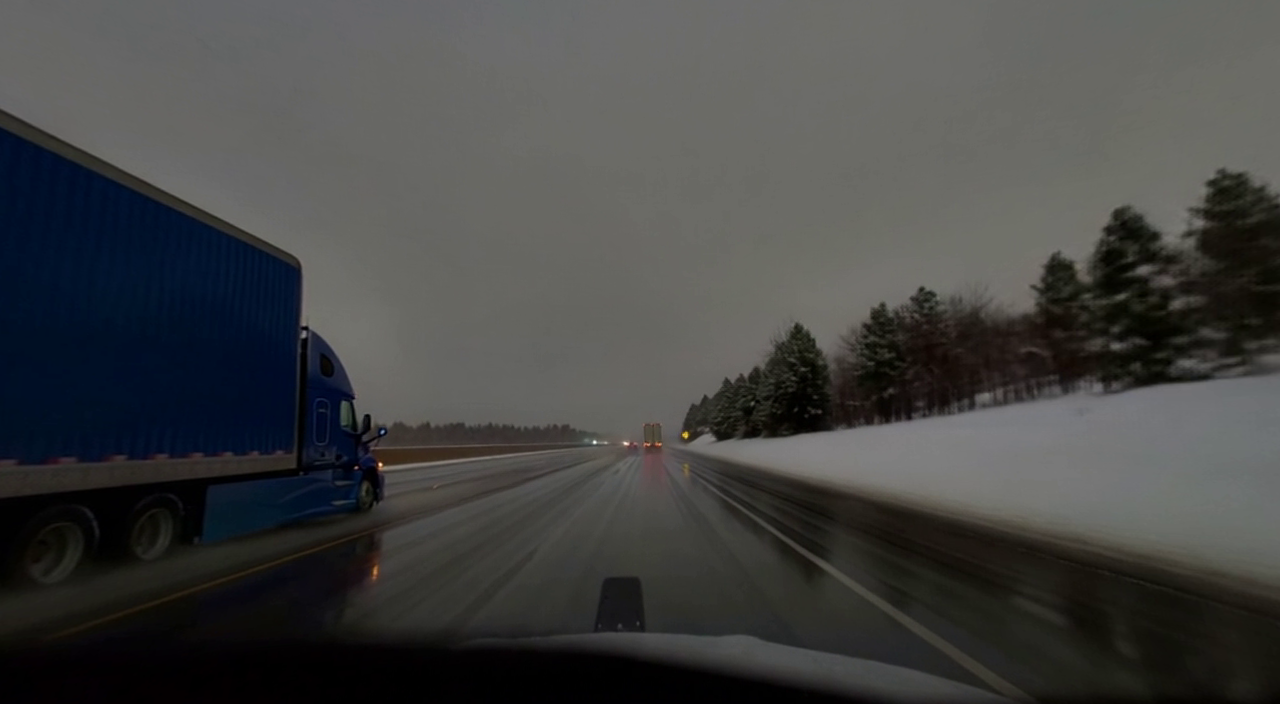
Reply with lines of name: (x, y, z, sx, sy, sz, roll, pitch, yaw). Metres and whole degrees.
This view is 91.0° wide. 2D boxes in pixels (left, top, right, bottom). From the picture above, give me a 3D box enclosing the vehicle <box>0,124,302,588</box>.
vehicle: (-7.007, 0.032, 5.460, 2.996, 3.947, 8.600, 0, -9, 2)
